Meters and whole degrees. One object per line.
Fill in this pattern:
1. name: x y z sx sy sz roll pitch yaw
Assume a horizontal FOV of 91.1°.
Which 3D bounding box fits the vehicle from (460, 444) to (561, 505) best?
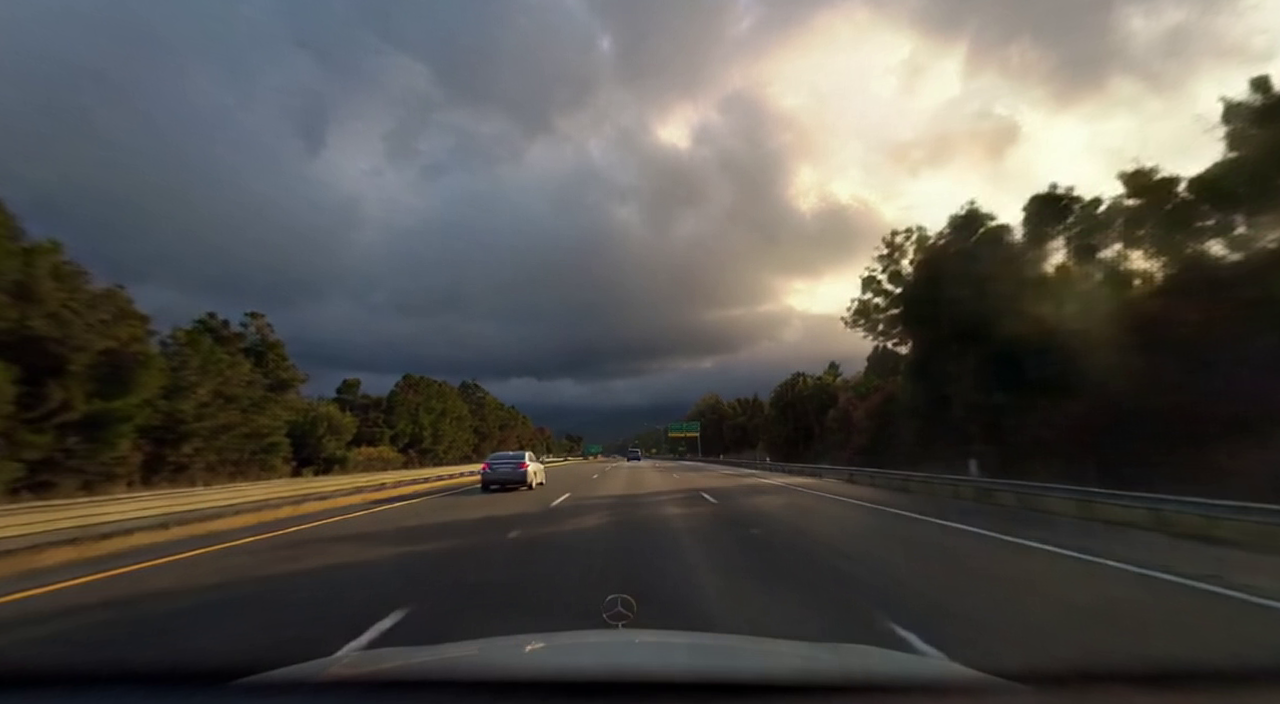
1. vehicle: -3.485 3.378 17.745 1.970 1.492 3.944 0 -9 0
